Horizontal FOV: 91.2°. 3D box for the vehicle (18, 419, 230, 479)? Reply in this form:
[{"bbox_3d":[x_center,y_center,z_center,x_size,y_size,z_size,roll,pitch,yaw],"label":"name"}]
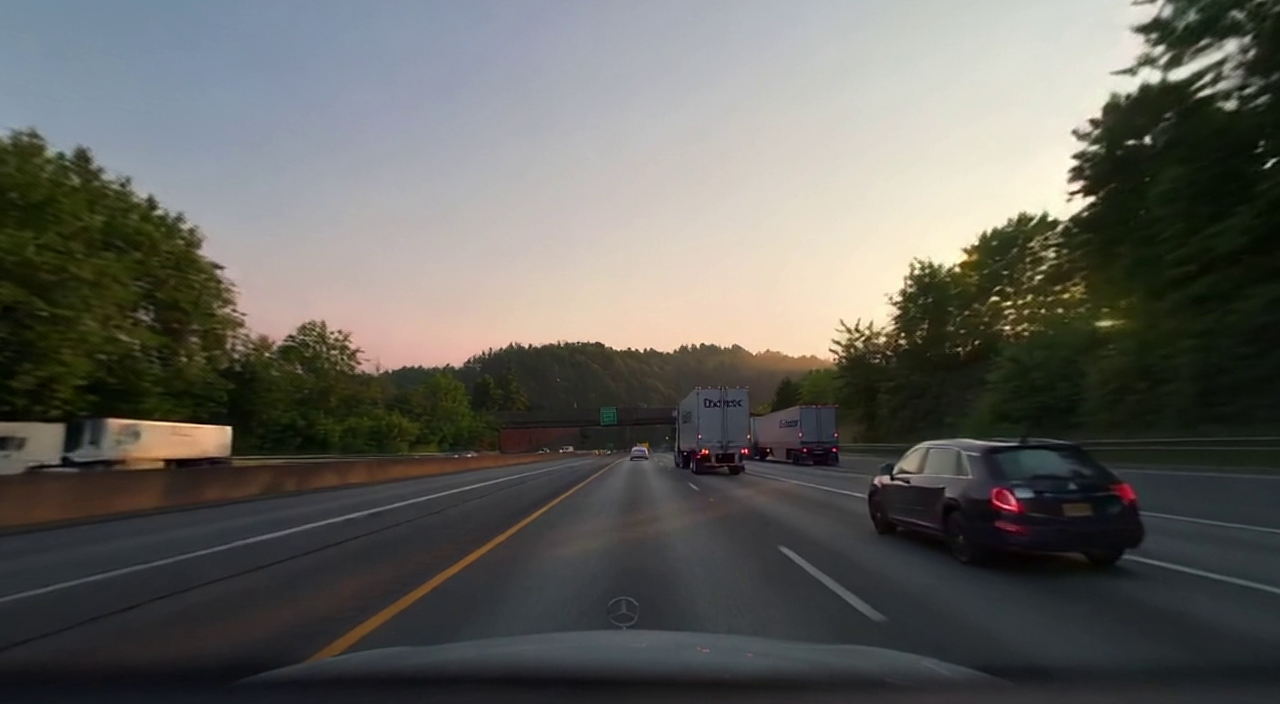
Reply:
[{"bbox_3d":[-39.240,7.534,48.900,2.902,4.034,13.124,-3,-9,16],"label":"vehicle"}]

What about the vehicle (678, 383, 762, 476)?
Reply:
[{"bbox_3d":[3.738,4.049,31.903,3.025,4.010,9.542,0,-9,0],"label":"vehicle"}]

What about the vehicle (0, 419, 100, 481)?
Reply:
[{"bbox_3d":[-41.148,6.627,42.405,2.953,3.887,5.973,-2,-9,15],"label":"vehicle"}]

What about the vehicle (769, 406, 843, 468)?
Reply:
[{"bbox_3d":[11.562,6.095,44.629,2.938,3.990,8.556,0,-9,0],"label":"vehicle"}]

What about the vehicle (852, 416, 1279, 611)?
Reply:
[{"bbox_3d":[4.032,1.546,6.867,1.948,1.481,3.955,0,-9,-1],"label":"vehicle"}]
